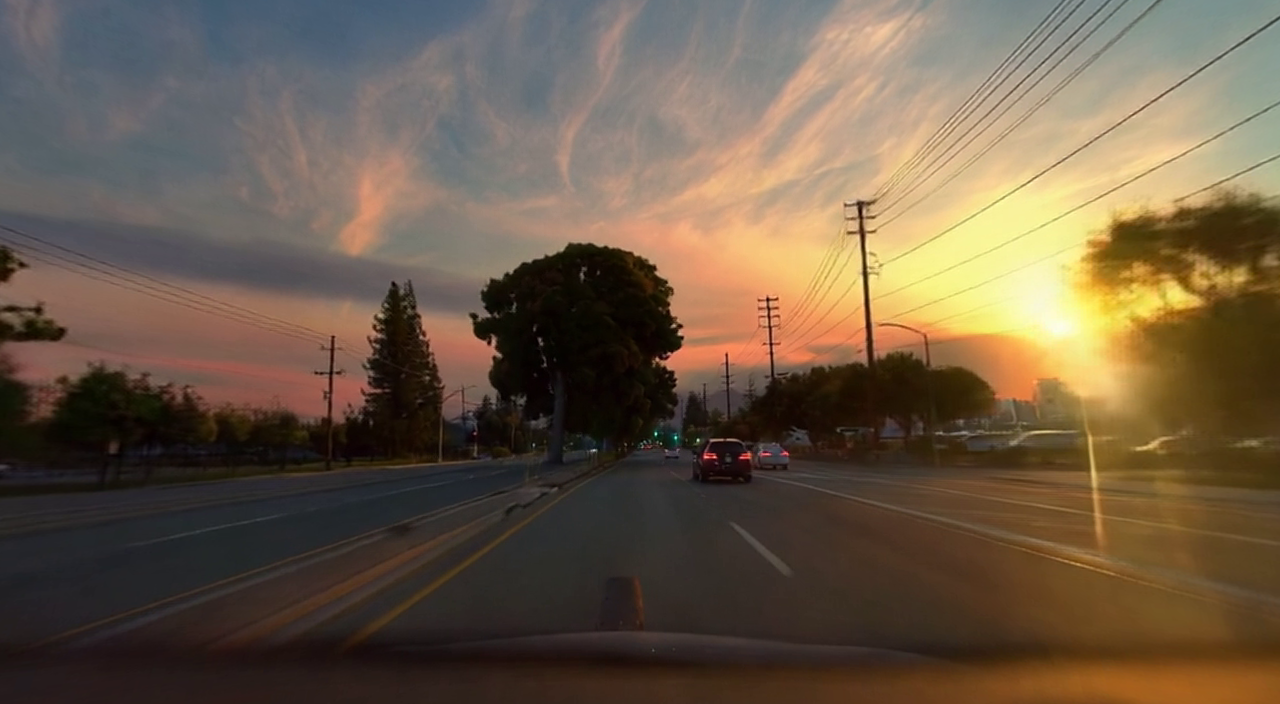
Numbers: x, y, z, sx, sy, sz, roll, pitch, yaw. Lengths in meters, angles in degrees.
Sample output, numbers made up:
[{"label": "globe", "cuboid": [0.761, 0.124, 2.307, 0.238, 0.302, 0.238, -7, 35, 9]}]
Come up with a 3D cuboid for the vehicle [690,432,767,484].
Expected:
[{"label": "vehicle", "cuboid": [3.003, 3.714, 22.433, 2.078, 1.668, 4.078, 0, -8, -1]}]
